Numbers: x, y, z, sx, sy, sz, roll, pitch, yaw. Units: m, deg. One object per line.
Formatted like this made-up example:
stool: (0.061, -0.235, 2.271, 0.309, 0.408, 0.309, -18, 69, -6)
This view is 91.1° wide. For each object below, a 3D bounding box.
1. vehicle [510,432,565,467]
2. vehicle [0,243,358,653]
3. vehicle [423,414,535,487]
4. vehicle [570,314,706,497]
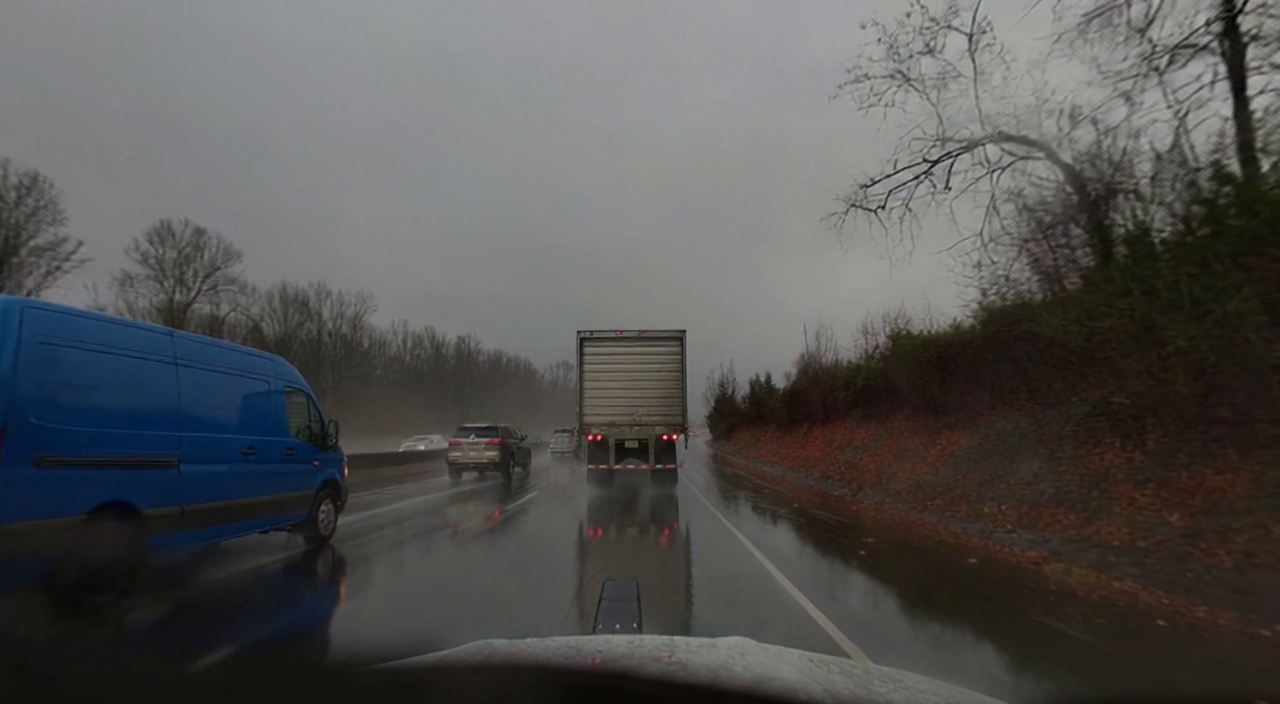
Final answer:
vehicle: (-4.831, 4.677, 30.343, 1.931, 1.539, 4.441, 0, -8, 0)
vehicle: (-5.226, 0.890, 6.072, 2.478, 2.515, 5.438, 0, -8, -1)
vehicle: (-4.840, 3.029, 19.752, 2.168, 1.985, 4.952, 0, -8, 0)
vehicle: (-0.180, 1.835, 18.938, 2.953, 4.041, 10.072, 0, -8, -2)
